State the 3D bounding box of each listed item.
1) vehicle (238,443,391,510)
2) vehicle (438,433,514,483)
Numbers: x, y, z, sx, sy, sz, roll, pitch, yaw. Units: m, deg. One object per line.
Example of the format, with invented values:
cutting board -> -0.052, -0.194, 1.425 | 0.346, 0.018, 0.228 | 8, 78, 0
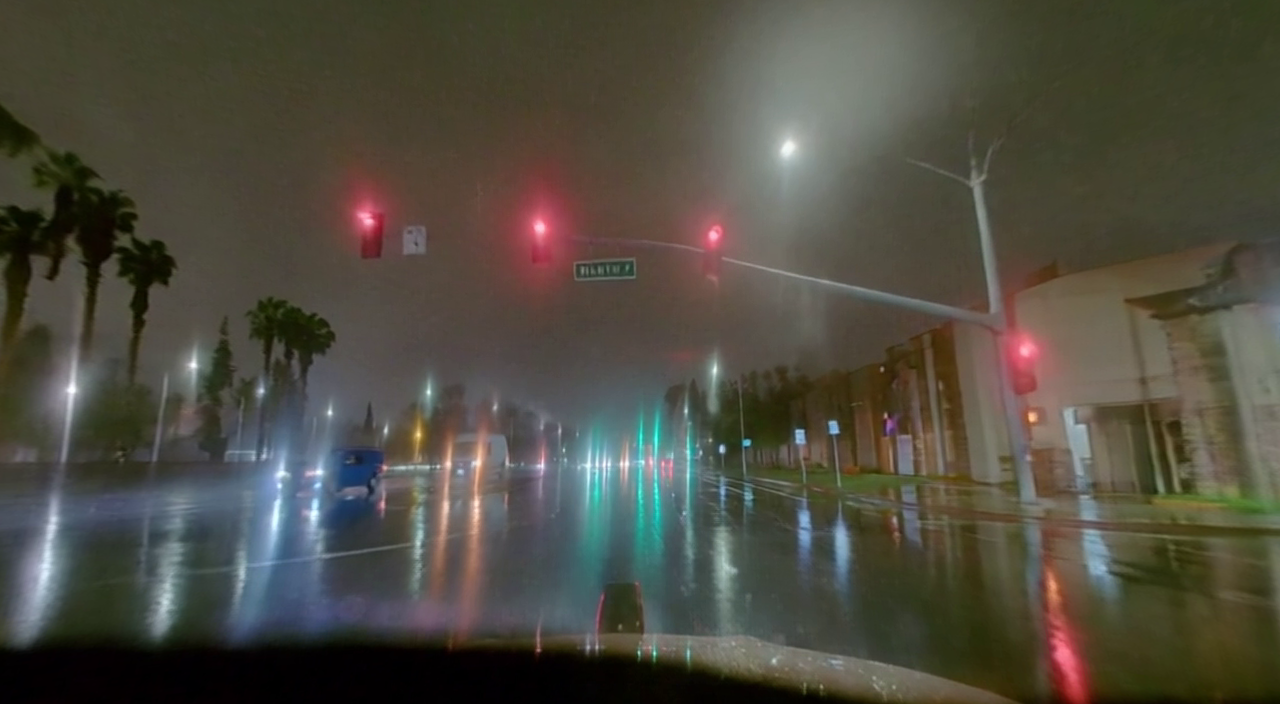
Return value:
vehicle -> -9.284, 3.547, 18.542 | 2.074, 1.681, 4.417 | 0, -9, 1
vehicle -> -9.700, 6.354, 38.146 | 2.509, 2.712, 7.034 | -1, -9, 2
